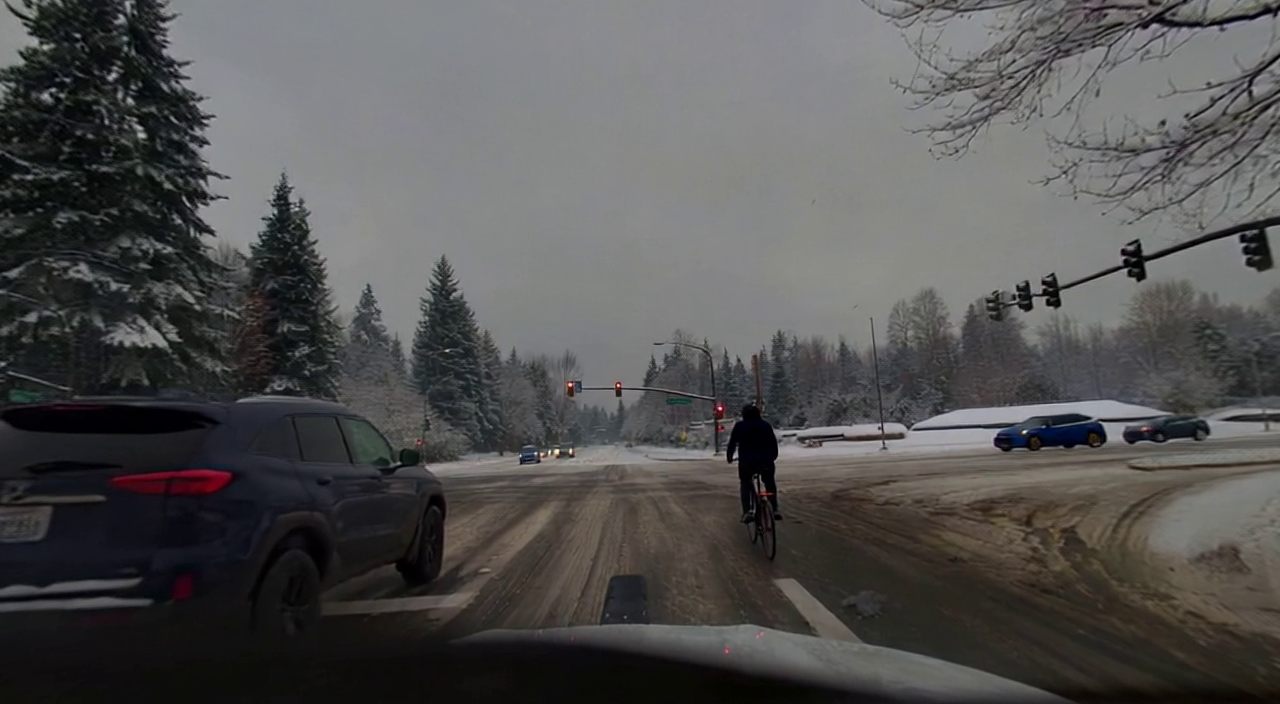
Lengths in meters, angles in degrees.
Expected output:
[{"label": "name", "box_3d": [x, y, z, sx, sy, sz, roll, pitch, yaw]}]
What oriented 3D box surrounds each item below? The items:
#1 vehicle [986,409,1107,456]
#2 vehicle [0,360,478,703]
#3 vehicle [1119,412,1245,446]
[{"label": "vehicle", "box_3d": [18.574, 3.704, 28.922, 4.237, 1.948, 1.997, 0, -9, -9]}, {"label": "vehicle", "box_3d": [-3.000, 1.239, 5.218, 2.049, 1.756, 4.602, 0, -8, 0]}, {"label": "vehicle", "box_3d": [25.739, 3.688, 30.003, 4.716, 1.507, 1.904, 2, -8, -11]}]
